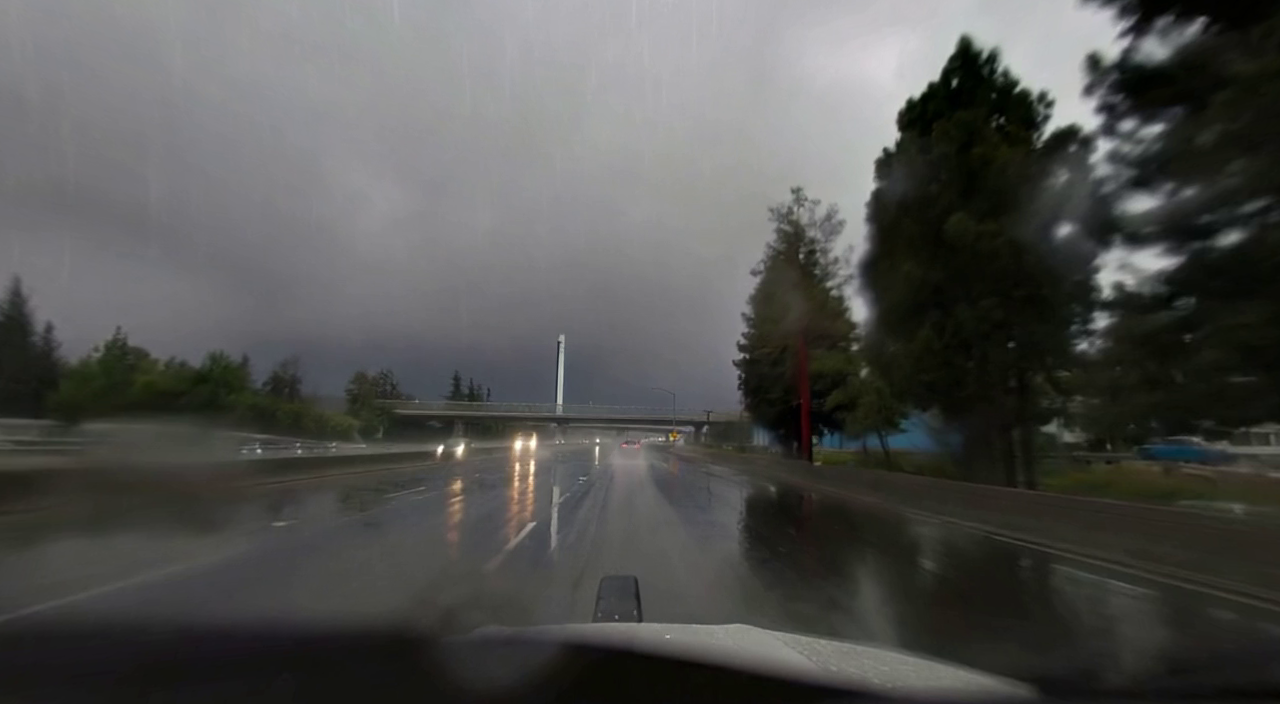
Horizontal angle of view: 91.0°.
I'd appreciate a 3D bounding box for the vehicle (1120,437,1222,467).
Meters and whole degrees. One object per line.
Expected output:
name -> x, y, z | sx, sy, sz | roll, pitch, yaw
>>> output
vehicle -> 32.093, 6.032, 38.198 | 1.897, 1.668, 4.280 | 1, -8, -14
